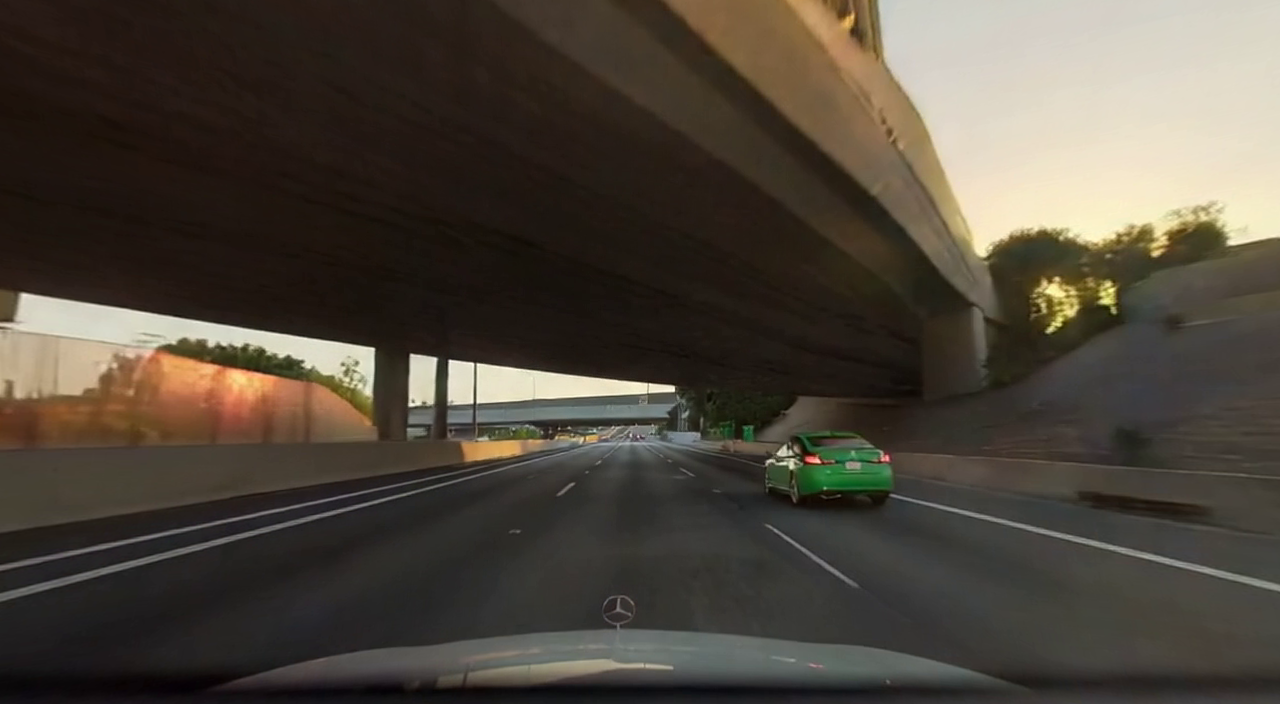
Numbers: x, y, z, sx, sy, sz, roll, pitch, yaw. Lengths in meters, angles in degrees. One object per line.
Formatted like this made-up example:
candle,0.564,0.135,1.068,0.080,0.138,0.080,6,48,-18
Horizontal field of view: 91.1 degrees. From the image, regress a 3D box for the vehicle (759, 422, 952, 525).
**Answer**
vehicle,3.533,2.042,11.208,1.946,1.481,3.969,0,-8,-1
